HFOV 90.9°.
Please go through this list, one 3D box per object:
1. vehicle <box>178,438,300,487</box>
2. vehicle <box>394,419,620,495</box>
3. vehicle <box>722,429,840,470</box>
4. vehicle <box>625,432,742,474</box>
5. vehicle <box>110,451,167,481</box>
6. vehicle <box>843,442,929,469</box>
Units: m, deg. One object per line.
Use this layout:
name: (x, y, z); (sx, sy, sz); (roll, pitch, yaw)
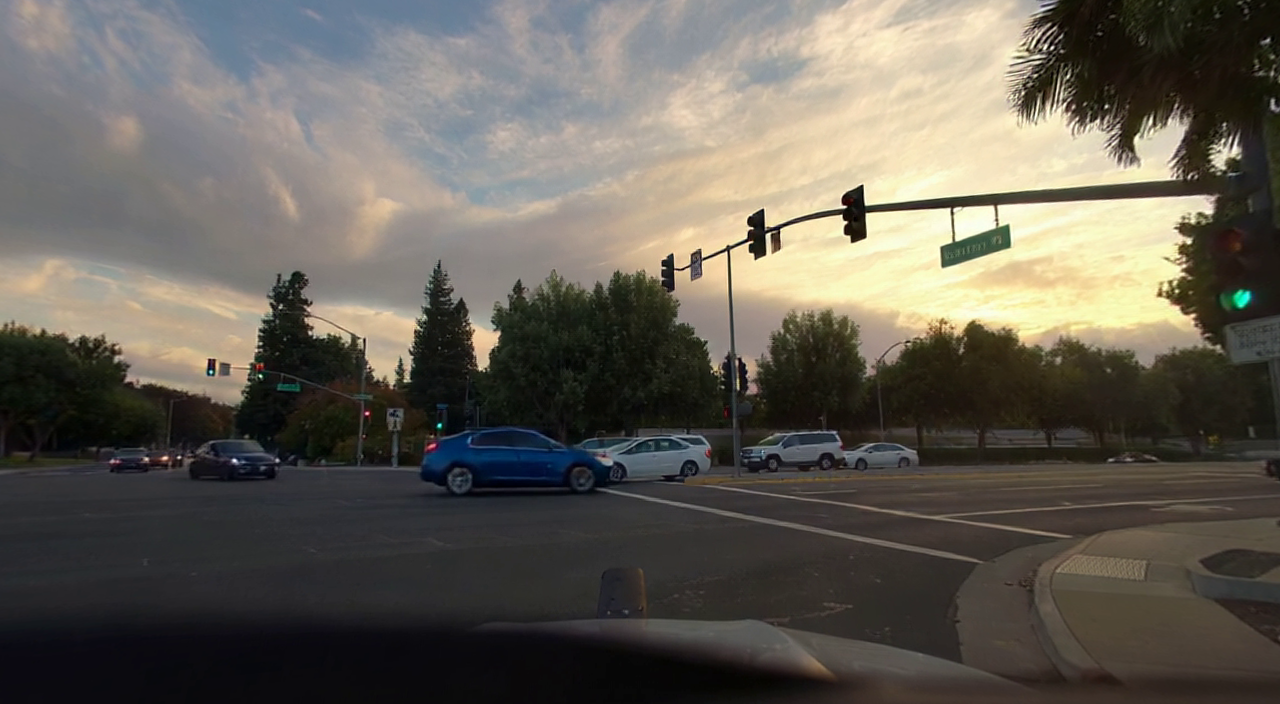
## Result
vehicle: (-13.966, 3.767, 21.852); (4.826, 1.484, 2.000); (-7, -11, 38)
vehicle: (-3.398, 2.764, 16.826); (5.332, 1.807, 2.450); (-2, -9, 9)
vehicle: (7.303, 5.056, 32.538); (5.791, 1.964, 2.199); (5, -10, -26)
vehicle: (1.814, 4.158, 26.156); (4.483, 1.589, 1.852); (4, -9, -26)
vehicle: (-27.331, 6.123, 34.286); (1.953, 1.462, 4.589); (7, -11, -42)
vehicle: (13.832, 5.792, 35.421); (4.457, 1.429, 1.862); (4, -9, -26)
